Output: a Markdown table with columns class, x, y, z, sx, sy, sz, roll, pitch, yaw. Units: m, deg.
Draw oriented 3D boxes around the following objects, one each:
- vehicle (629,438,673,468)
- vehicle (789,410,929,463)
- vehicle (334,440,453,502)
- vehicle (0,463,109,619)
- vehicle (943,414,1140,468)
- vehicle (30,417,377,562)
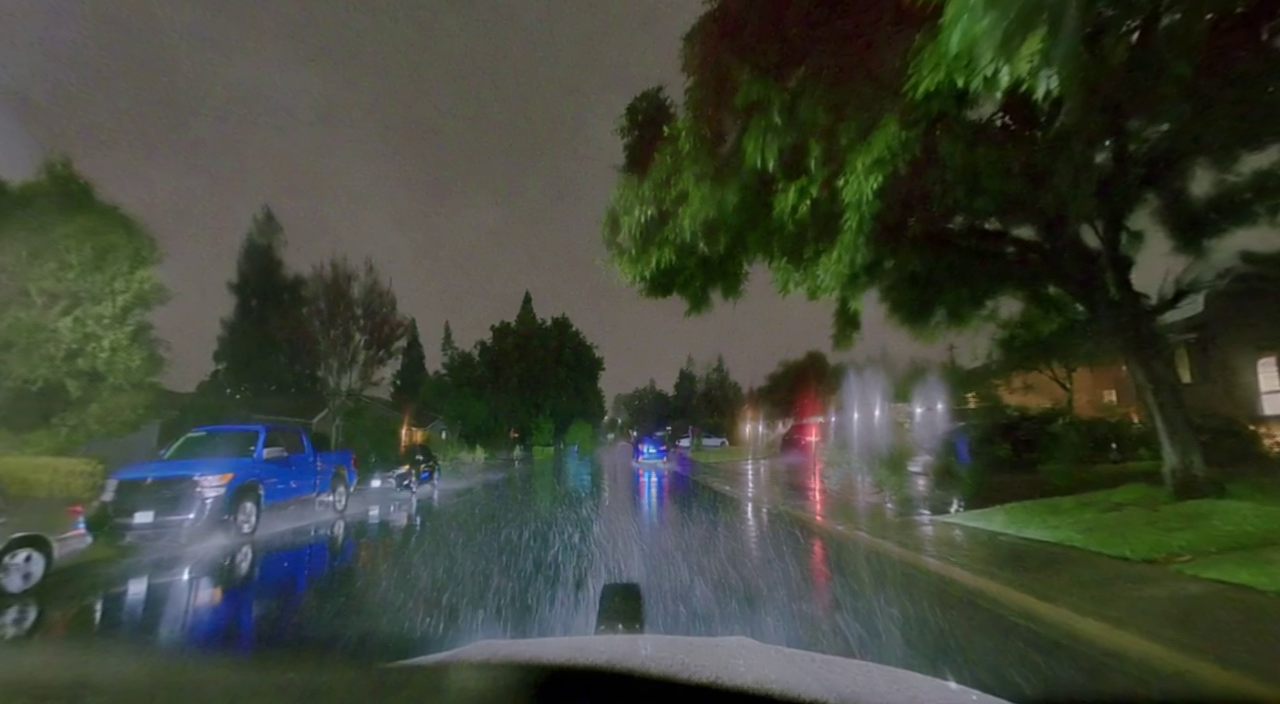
| class | x | y | z | sx | sy | sz | roll | pitch | yaw |
| --- | --- | --- | --- | --- | --- | --- | --- | --- | --- |
| vehicle | 0.506 | 5.436 | 34.029 | 2.006 | 1.494 | 4.211 | 1 | -8 | -4 |
| vehicle | 9.321 | 3.638 | 27.066 | 5.097 | 1.824 | 2.113 | -4 | -8 | -3 |
| vehicle | -7.256 | 3.513 | 19.118 | 1.995 | 1.608 | 4.596 | 0 | -8 | -3 |
| vehicle | -6.955 | 1.638 | 4.851 | 1.919 | 1.422 | 4.400 | 0 | -8 | -1 |
| vehicle | 11.449 | 2.584 | 18.207 | 4.390 | 1.457 | 1.861 | 0 | -8 | 0 |
| vehicle | -7.062 | 2.269 | 11.311 | 2.329 | 1.947 | 5.455 | 0 | -8 | 0 |
